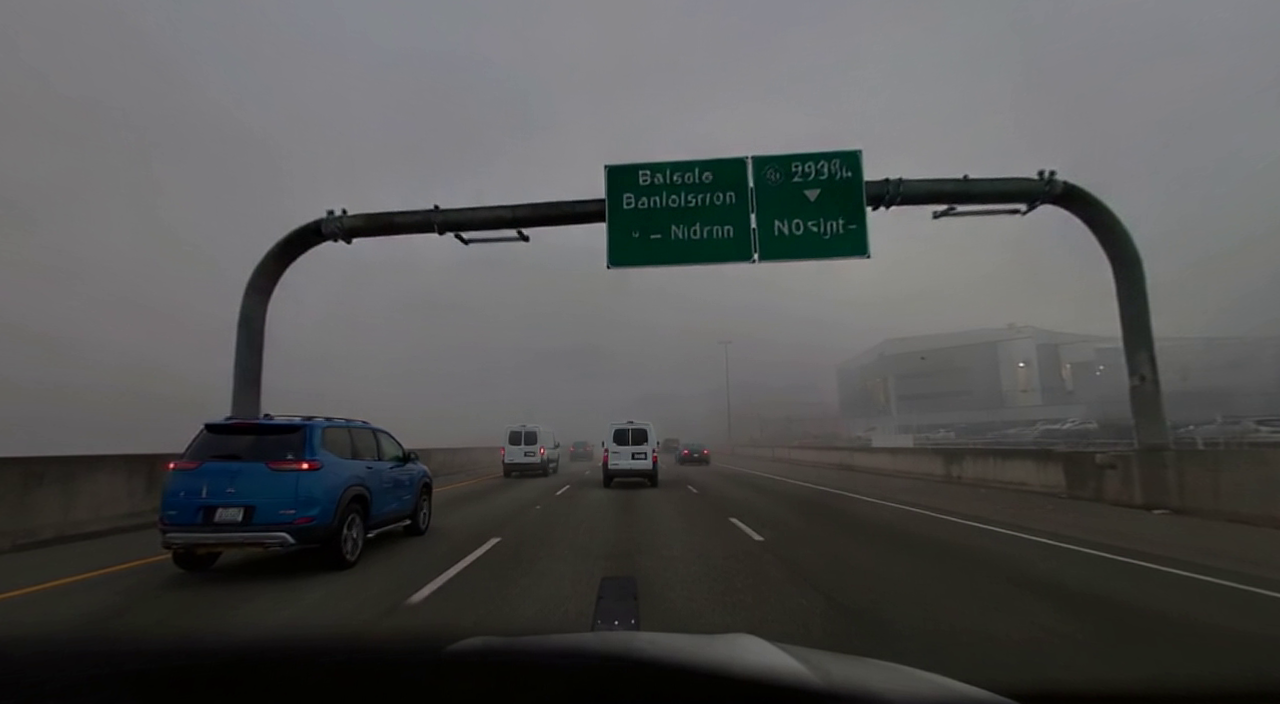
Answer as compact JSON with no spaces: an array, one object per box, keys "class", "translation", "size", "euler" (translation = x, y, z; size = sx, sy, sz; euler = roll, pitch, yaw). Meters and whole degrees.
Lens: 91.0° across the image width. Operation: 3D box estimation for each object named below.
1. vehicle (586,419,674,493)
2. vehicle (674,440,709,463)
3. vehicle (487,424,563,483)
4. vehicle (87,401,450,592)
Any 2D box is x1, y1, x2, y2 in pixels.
[{"class":"vehicle","translation":[-0.318,3.065,18.877],"size":[2.304,1.925,4.282],"euler":[0,-8,-1]},{"class":"vehicle","translation":[3.547,6.897,43.990],"size":[1.999,1.494,3.833],"euler":[0,-8,-3]},{"class":"vehicle","translation":[-4.133,3.730,23.356],"size":[2.038,1.936,4.300],"euler":[0,-8,-1]},{"class":"vehicle","translation":[-4.034,1.612,7.944],"size":[1.972,1.703,4.333],"euler":[0,-8,-1]}]
